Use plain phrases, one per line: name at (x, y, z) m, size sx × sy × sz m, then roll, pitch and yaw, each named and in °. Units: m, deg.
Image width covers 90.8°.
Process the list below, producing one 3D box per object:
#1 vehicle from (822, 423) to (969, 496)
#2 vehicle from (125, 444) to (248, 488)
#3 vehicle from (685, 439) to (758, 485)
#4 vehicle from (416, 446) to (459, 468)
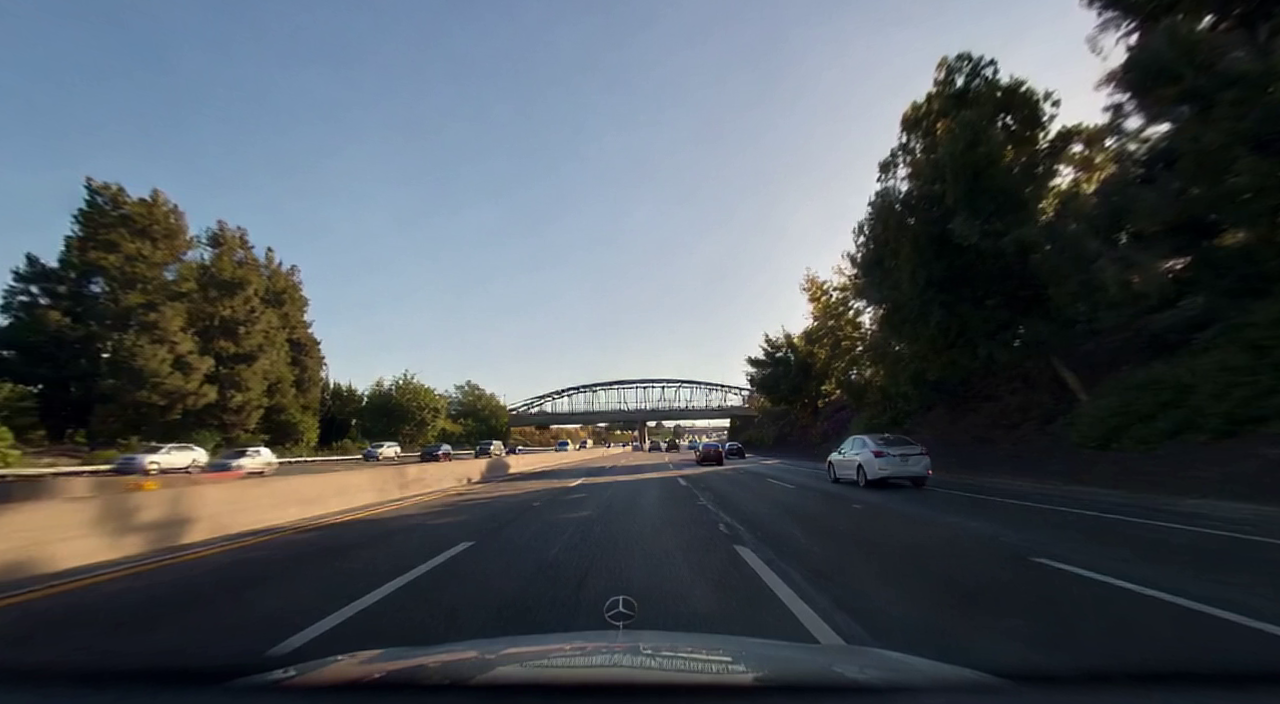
vehicle at (7.071, 3.044, 18.207) m, size 2.087 × 1.806 × 4.946 m, roll 0°, pitch -9°, yaw -1°
vehicle at (-19.308, 4.847, 27.196) m, size 1.984 × 1.702 × 4.437 m, roll 0°, pitch -9°, yaw 0°
vehicle at (2.805, 3.899, 22.669) m, size 1.981 × 1.471 × 4.342 m, roll 0°, pitch -9°, yaw -1°
vehicle at (-15.610, 8.104, 48.903) m, size 1.878 × 1.609 × 4.143 m, roll -1°, pitch -9°, yaw 1°
